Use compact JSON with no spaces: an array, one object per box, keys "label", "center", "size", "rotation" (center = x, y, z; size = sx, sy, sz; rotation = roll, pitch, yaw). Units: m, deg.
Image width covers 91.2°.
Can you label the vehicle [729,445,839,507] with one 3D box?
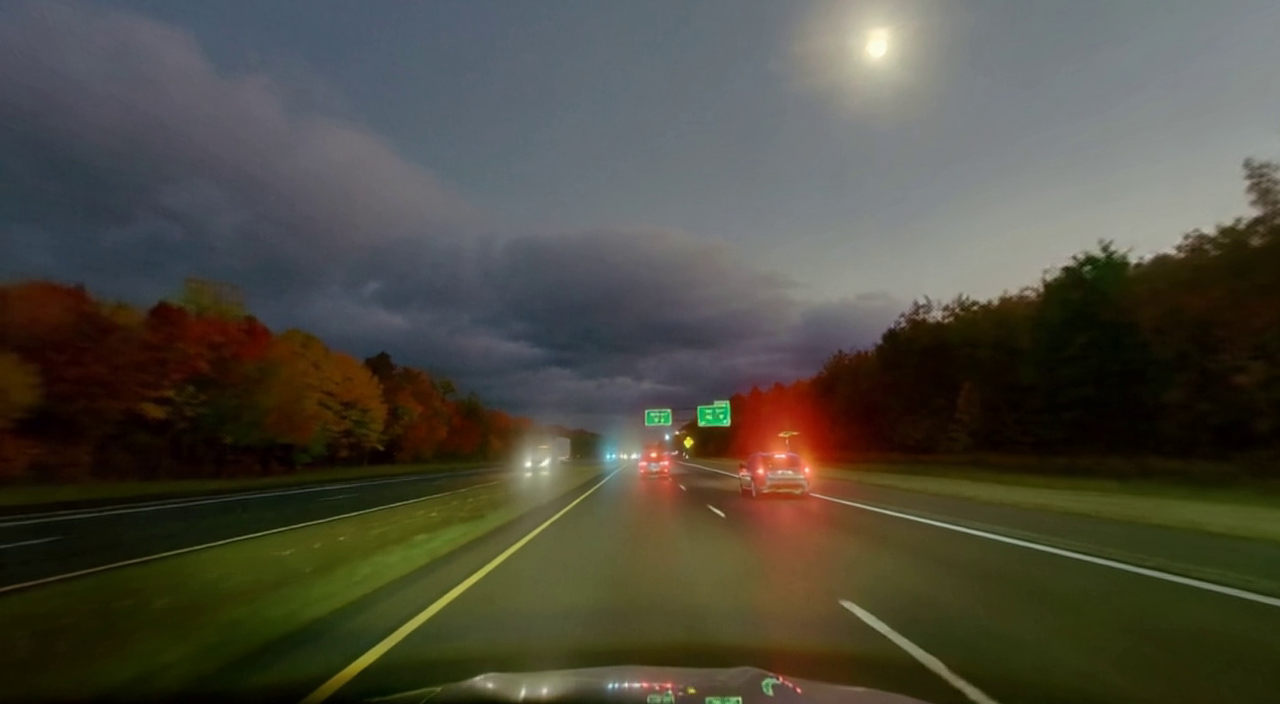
[{"label":"vehicle","center":[3.949,3.474,18.007],"size":[2.119,1.557,4.163],"rotation":[0,-9,0]}]

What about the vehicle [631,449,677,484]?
[{"label":"vehicle","center":[0.653,5.491,30.381],"size":[2.070,1.546,4.648],"rotation":[0,-9,1]}]
